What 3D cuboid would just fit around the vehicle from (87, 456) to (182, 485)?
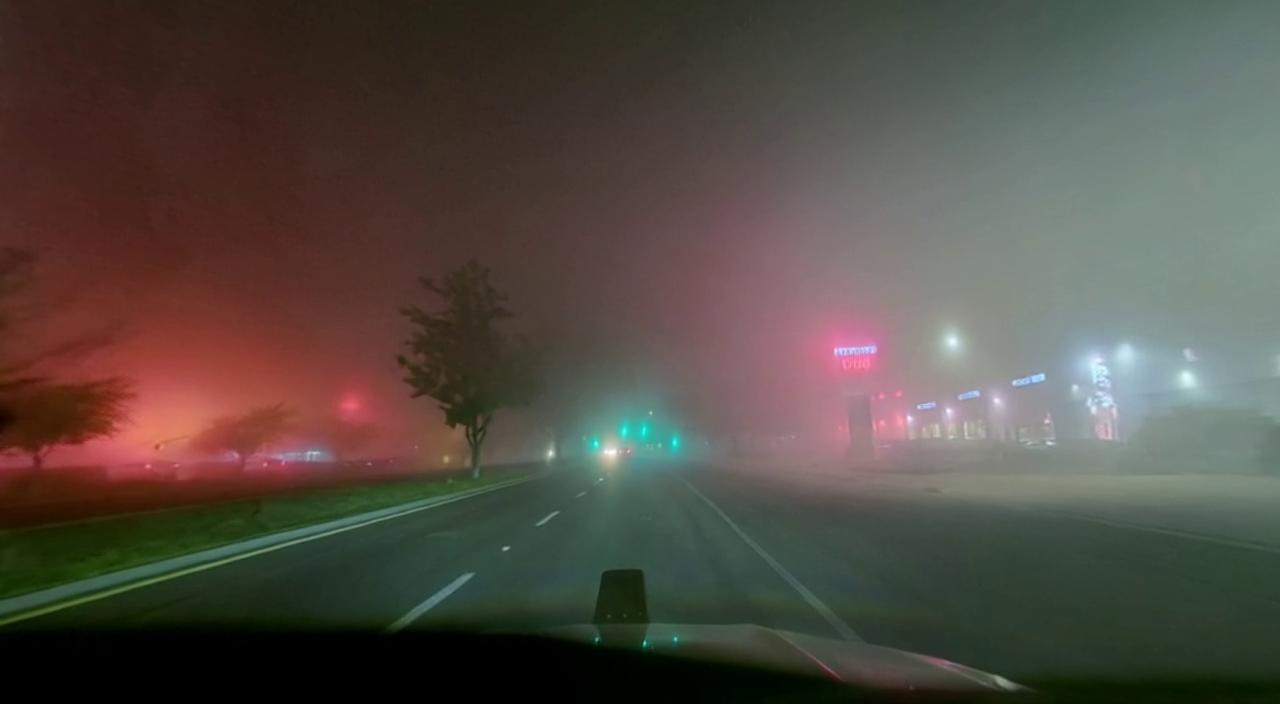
[{"bbox_3d":[-35.167,8.223,43.922,4.912,1.775,1.996,7,-12,-42],"label":"vehicle"}]
